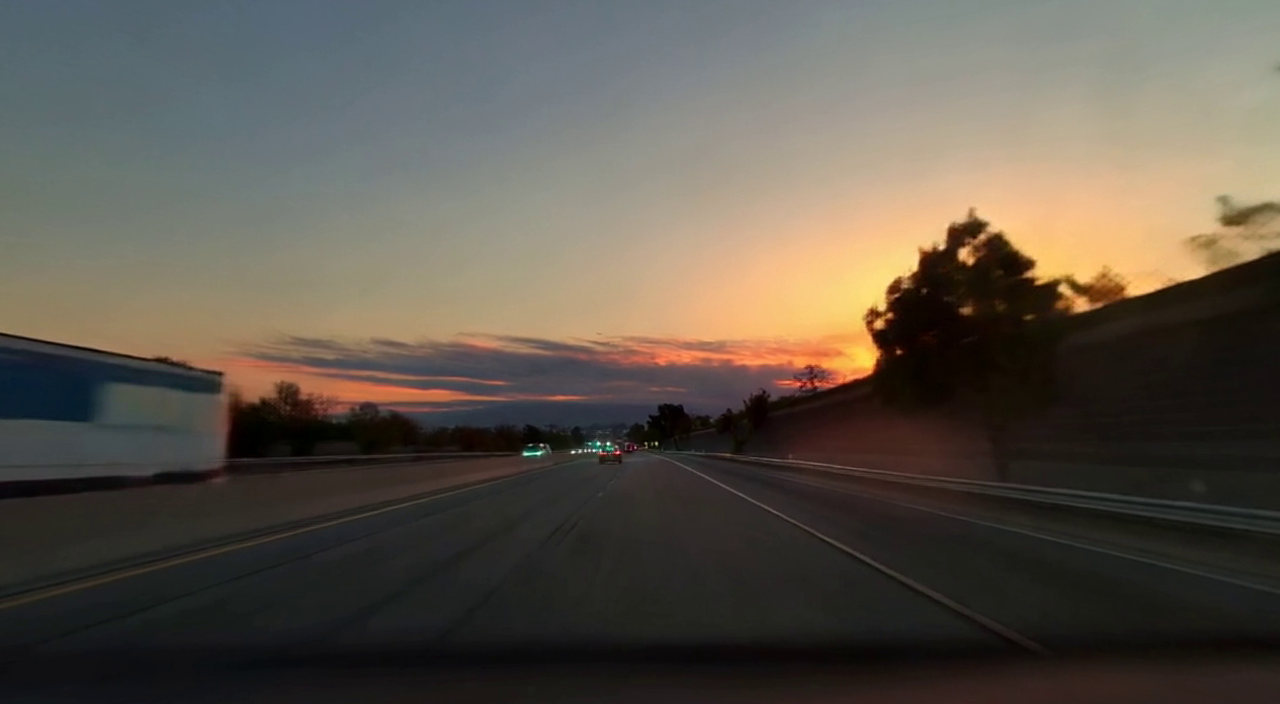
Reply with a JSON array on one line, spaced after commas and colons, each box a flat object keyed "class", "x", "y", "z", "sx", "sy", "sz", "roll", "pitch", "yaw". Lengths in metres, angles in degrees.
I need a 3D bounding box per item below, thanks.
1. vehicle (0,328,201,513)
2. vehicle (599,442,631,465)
[{"class": "vehicle", "x": -15.544, "y": 1.335, "z": 12.546, "sx": 3.288, "sy": 3.977, "sz": 14.007, "roll": 0, "pitch": -8, "yaw": 1}, {"class": "vehicle", "x": -1.711, "y": 7.106, "z": 44.146, "sx": 2.050, "sy": 1.530, "sz": 4.144, "roll": 0, "pitch": -8, "yaw": 0}]
